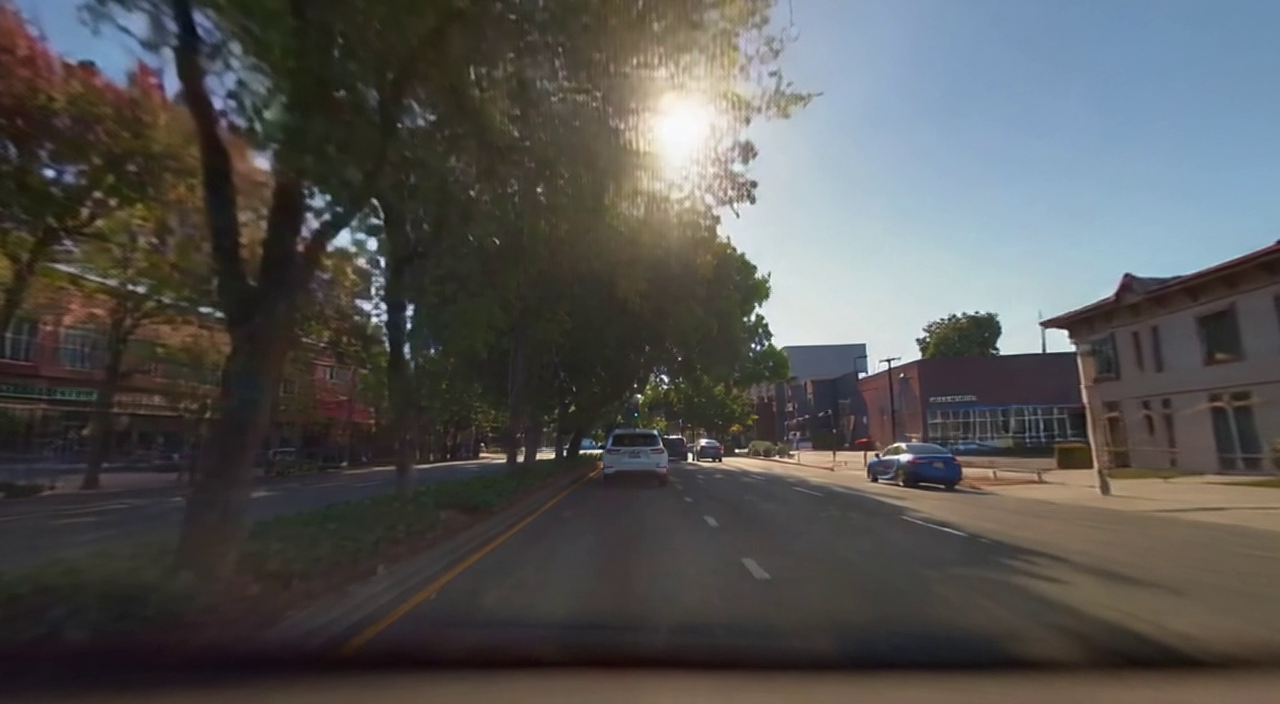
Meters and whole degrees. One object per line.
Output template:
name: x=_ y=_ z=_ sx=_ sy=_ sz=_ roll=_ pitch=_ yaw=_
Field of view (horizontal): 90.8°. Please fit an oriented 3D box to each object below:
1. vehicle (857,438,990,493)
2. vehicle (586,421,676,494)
vehicle: x=8.440 y=3.420 z=19.356 sx=2.002 sy=1.456 sz=4.631 roll=0 pitch=-9 yaw=1
vehicle: x=-0.259 y=2.993 z=18.163 sx=2.277 sy=1.816 sz=4.192 roll=0 pitch=-9 yaw=-1
